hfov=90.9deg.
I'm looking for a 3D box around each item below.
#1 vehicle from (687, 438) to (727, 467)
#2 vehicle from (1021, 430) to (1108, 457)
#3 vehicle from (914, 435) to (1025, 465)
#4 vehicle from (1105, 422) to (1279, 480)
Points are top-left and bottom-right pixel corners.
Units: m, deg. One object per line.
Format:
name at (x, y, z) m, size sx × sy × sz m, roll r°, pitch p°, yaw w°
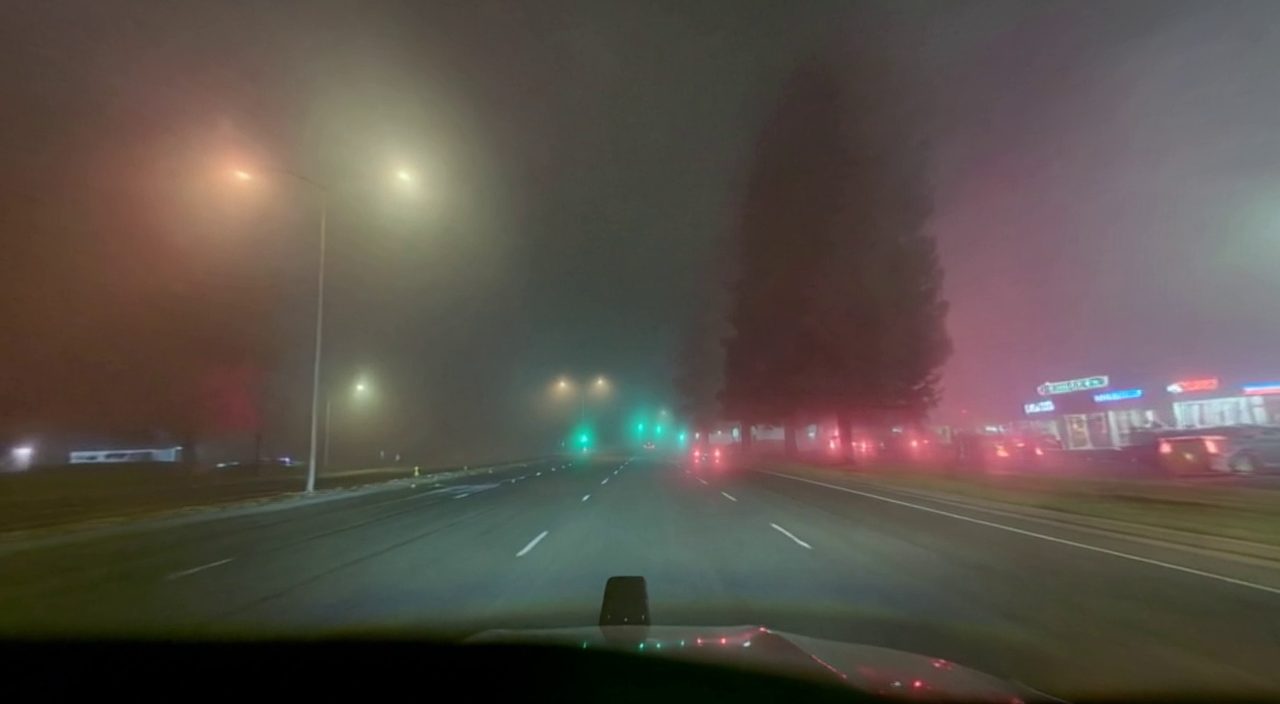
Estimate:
vehicle at (4.202, 6.387, 40.203) m, size 2.007 × 1.683 × 4.171 m, roll 0°, pitch -8°, yaw -1°
vehicle at (30.467, 6.610, 45.340) m, size 2.038 × 1.770 × 4.755 m, roll 7°, pitch -12°, yaw -42°
vehicle at (17.100, 5.135, 32.873) m, size 4.685 × 1.478 × 1.849 m, roll -1°, pitch -9°, yaw 2°
vehicle at (17.619, 3.075, 19.661) m, size 4.386 × 1.701 × 2.121 m, roll -1°, pitch -8°, yaw 4°
